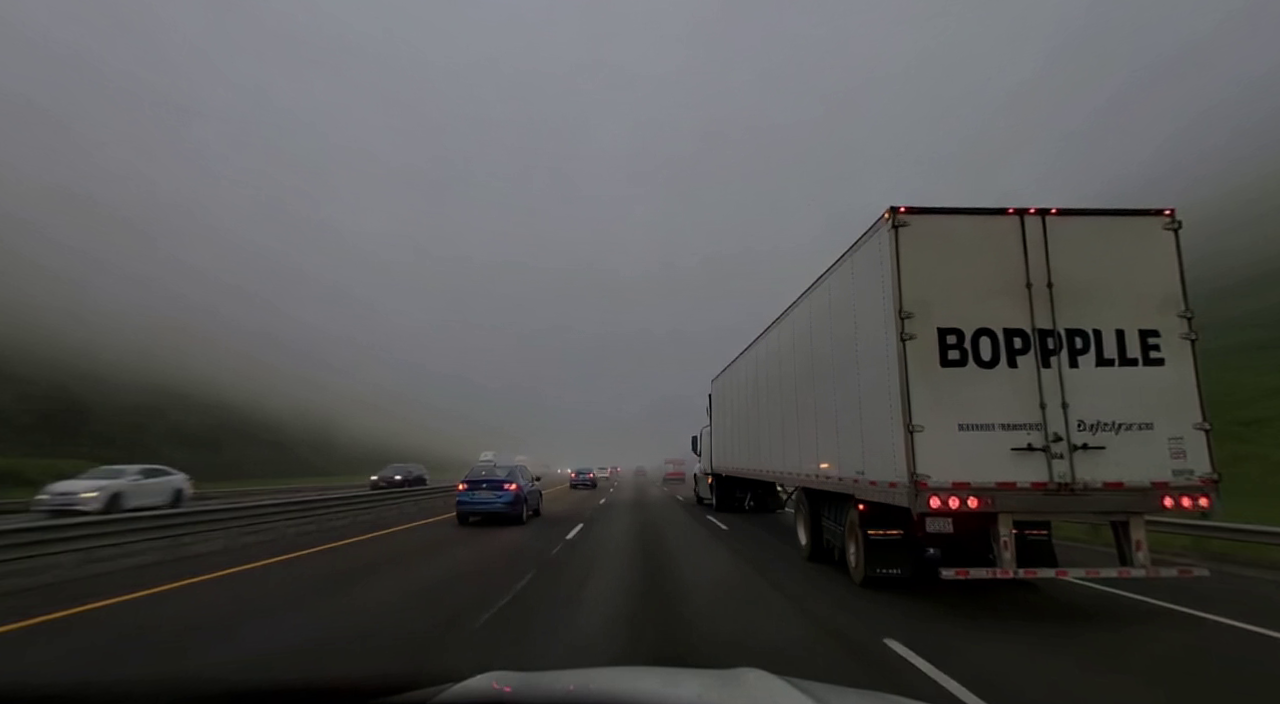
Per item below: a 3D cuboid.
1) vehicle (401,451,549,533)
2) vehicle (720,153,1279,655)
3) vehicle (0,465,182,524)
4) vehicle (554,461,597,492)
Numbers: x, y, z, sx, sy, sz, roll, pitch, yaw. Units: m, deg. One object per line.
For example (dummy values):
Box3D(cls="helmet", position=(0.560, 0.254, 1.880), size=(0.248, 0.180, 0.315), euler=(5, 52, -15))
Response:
Box3D(cls="vehicle", position=(-3.606, 3.215, 14.881), size=(2.088, 1.566, 4.853), euler=(1, -11, 1))
Box3D(cls="vehicle", position=(3.896, 1.573, 12.030), size=(2.839, 4.062, 14.051), euler=(1, -11, 0))
Box3D(cls="vehicle", position=(-15.581, 4.034, 18.188), size=(1.748, 1.484, 3.887), euler=(1, -11, 0))
Box3D(cls="vehicle", position=(-3.784, 7.385, 37.484), size=(2.063, 1.671, 4.197), euler=(1, -11, 0))
